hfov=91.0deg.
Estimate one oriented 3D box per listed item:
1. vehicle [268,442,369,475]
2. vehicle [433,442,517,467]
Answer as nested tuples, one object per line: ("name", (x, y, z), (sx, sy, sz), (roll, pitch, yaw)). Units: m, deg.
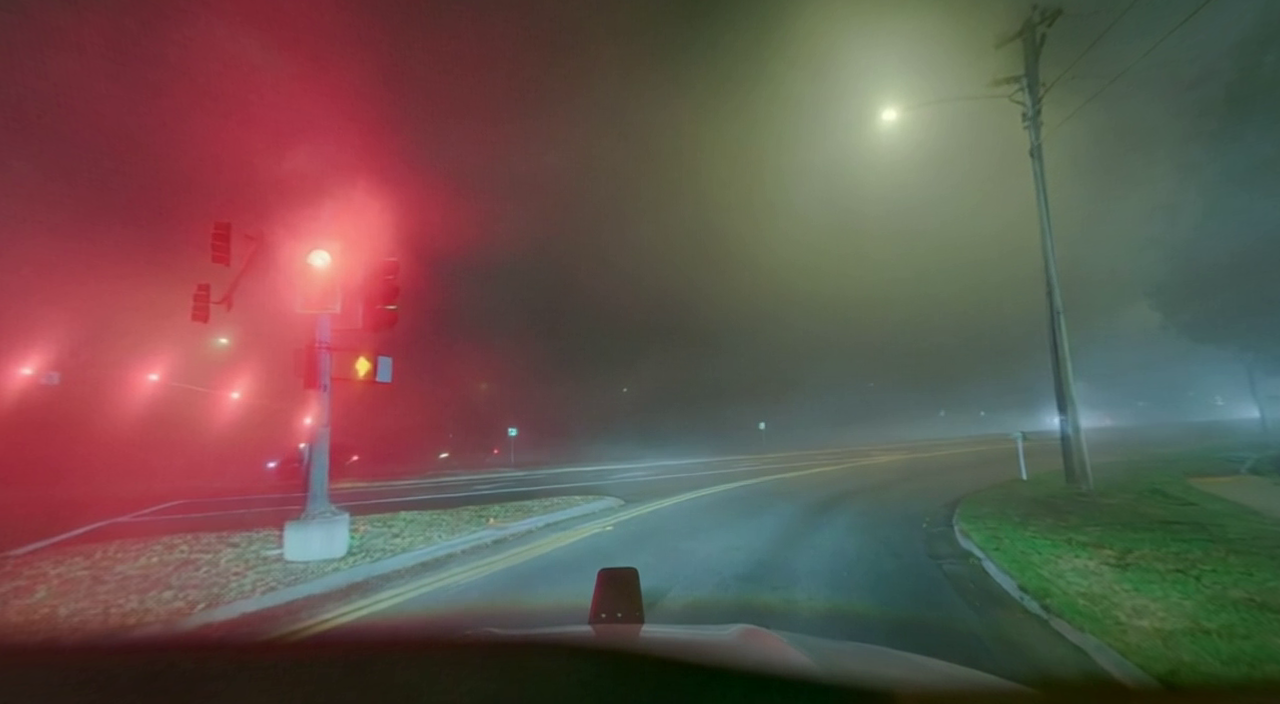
("vehicle", (-18.602, 6.152, 36.560), (4.782, 1.776, 2.118), (7, -11, -39))
("vehicle", (-9.919, 6.173, 38.045), (4.527, 1.444, 1.811), (7, -11, -40))
